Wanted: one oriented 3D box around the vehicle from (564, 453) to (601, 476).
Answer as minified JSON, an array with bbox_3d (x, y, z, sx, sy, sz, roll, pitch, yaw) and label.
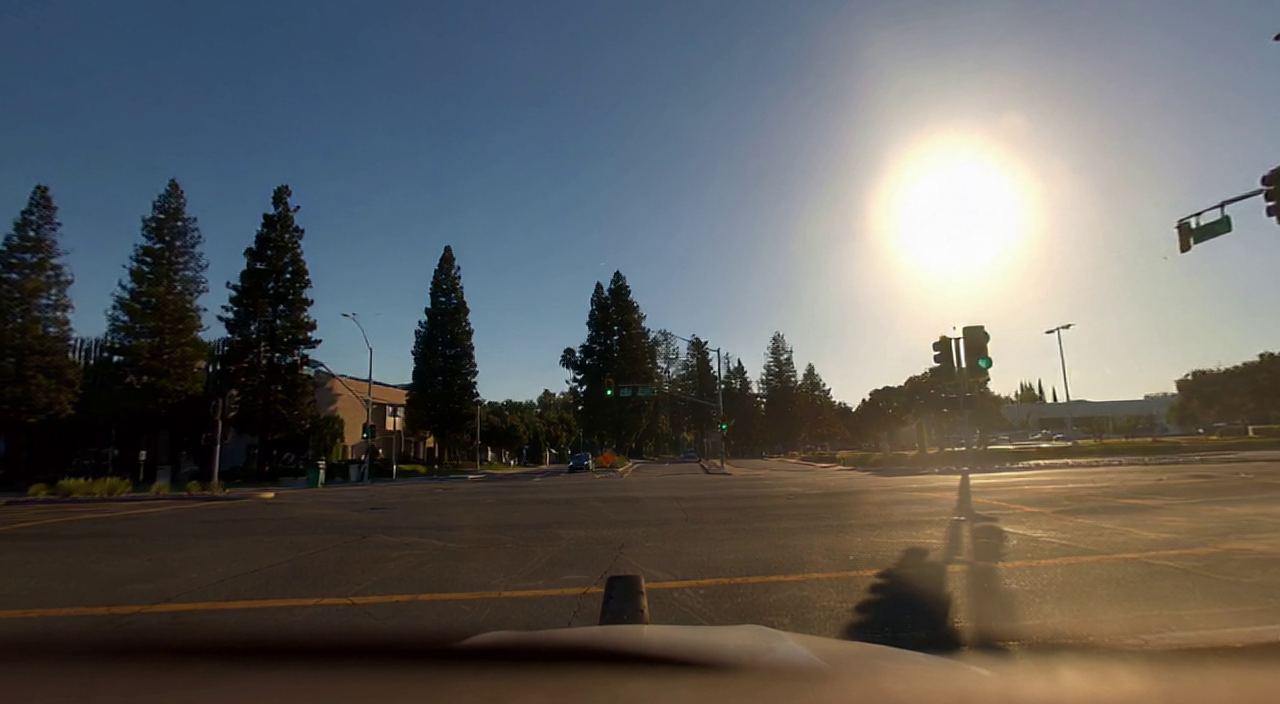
[{"bbox_3d":[-4.479,8.843,49.821,2.030,1.704,4.205,-1,-8,7],"label":"vehicle"}]
